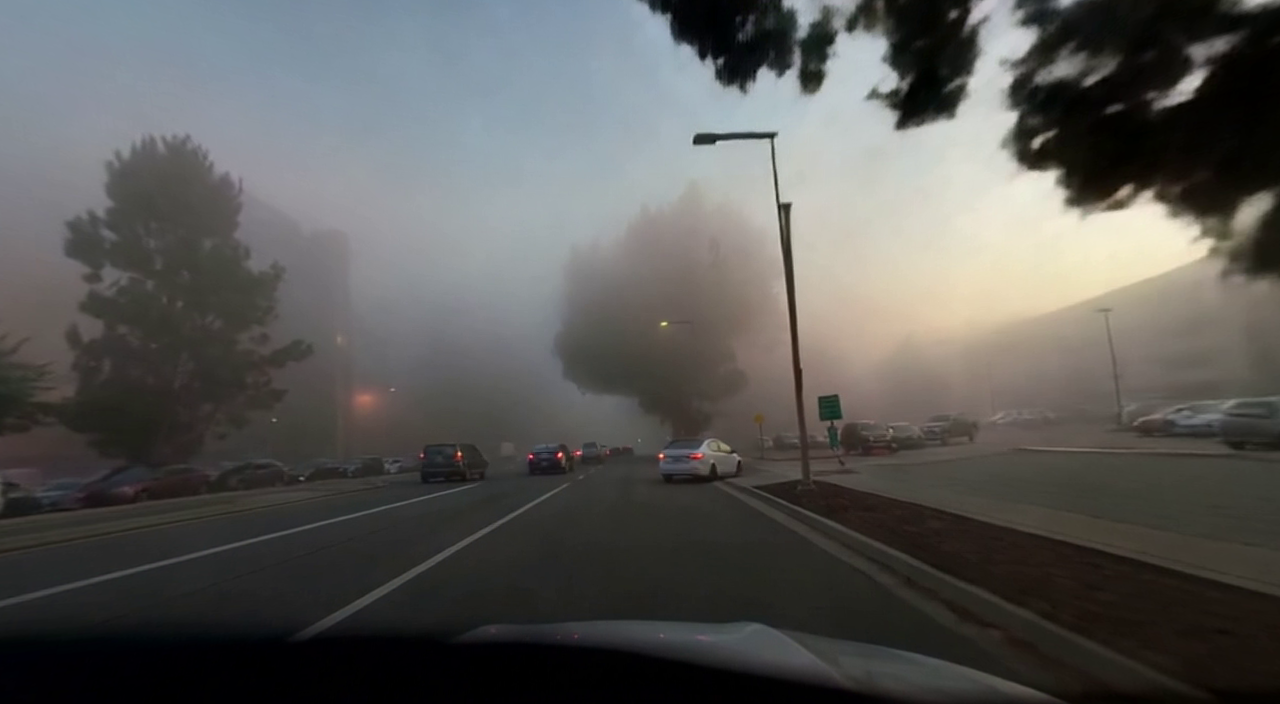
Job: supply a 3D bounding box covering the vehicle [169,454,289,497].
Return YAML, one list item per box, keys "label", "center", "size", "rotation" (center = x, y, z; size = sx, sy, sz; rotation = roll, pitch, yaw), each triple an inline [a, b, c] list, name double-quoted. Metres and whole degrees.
- label: "vehicle"
  center: [-17.378, 5.214, 27.052]
  size: [2.084, 1.624, 4.486]
  rotation: [0, -8, 0]

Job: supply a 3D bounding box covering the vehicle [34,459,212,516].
- label: "vehicle"
  center: [-16.769, 4.371, 20.897]
  size: [1.923, 1.543, 4.687]
  rotation: [0, -8, 0]

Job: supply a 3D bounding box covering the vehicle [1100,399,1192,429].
- label: "vehicle"
  center: [32.675, 4.089, 41.000]
  size: [2.137, 1.697, 4.811]
  rotation: [-1, -8, 3]

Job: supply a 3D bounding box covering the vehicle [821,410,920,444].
- label: "vehicle"
  center: [14.025, 4.631, 38.703]
  size: [5.161, 1.993, 2.293]
  rotation: [0, -9, 2]

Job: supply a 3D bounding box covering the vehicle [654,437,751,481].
- label: "vehicle"
  center: [2.522, 4.090, 24.415]
  size: [2.208, 1.513, 4.504]
  rotation: [-4, -9, 26]

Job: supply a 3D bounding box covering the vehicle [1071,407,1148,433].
- label: "vehicle"
  center: [30.162, 4.402, 40.760]
  size: [1.985, 1.485, 4.071]
  rotation: [-1, -8, 3]

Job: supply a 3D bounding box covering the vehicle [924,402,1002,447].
- label: "vehicle"
  center: [17.130, 3.923, 33.303]
  size: [2.569, 2.081, 6.193]
  rotation: [-6, -10, 35]

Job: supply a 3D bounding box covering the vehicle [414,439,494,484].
- label: "vehicle"
  center: [-7.890, 4.676, 27.224]
  size: [2.054, 1.744, 4.422]
  rotation: [0, -8, 1]

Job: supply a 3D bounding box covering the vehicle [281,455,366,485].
- label: "vehicle"
  center: [-16.844, 6.278, 33.933]
  size: [1.981, 1.431, 4.862]
  rotation: [0, -8, 1]

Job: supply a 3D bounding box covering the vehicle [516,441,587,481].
- label: "vehicle"
  center: [-3.550, 4.483, 26.283]
  size: [2.235, 1.500, 4.420]
  rotation: [0, -8, 1]

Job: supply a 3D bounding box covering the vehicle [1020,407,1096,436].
- label: "vehicle"
  center: [27.232, 4.606, 41.392]
  size: [1.992, 1.498, 4.667]
  rotation: [-5, -9, 4]

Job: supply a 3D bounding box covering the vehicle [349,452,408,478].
- label: "vehicle"
  center: [-16.632, 7.201, 40.413]
  size: [1.849, 1.472, 4.441]
  rotation: [0, -8, 0]
